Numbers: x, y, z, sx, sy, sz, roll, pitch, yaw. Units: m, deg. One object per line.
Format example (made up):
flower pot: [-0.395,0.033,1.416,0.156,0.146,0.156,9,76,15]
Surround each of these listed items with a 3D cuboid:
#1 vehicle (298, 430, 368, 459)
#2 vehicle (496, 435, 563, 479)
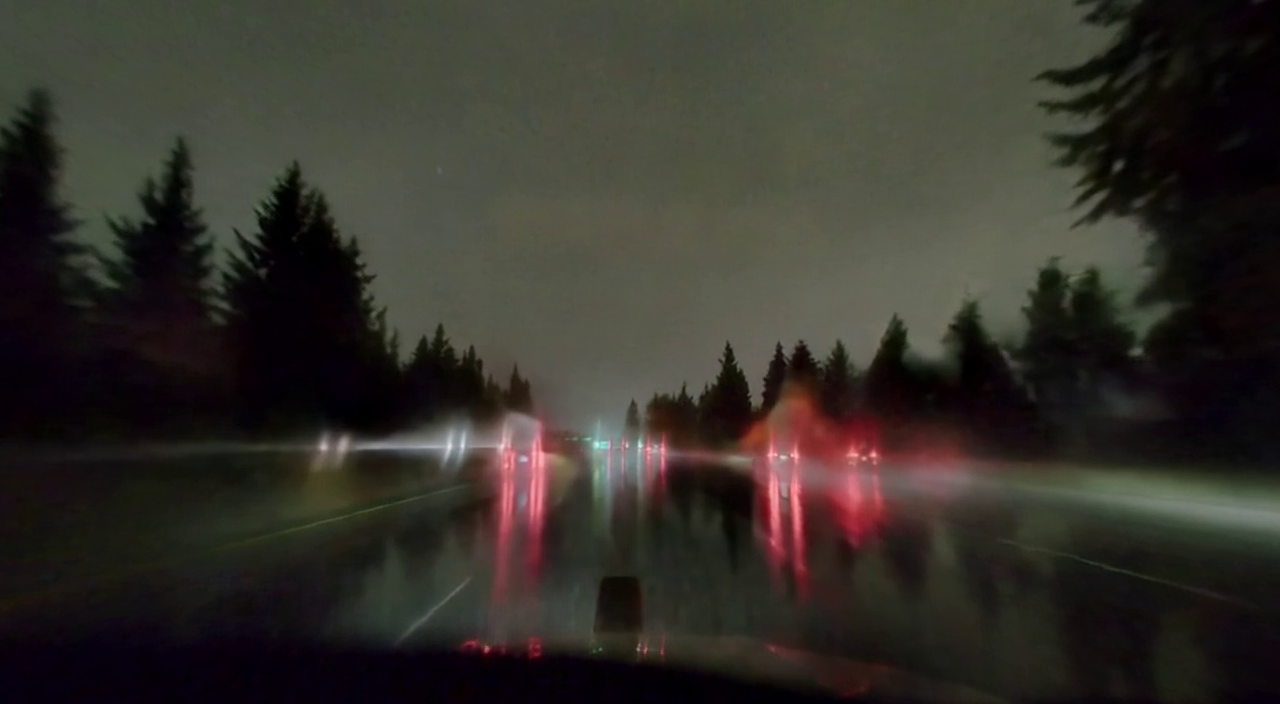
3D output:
vehicle: [-17.444,5.286,35.841,1.846,1.533,4.317,0,-9,-1]
vehicle: [-4.438,4.271,25.721,2.071,1.615,3.868,0,-9,-1]
